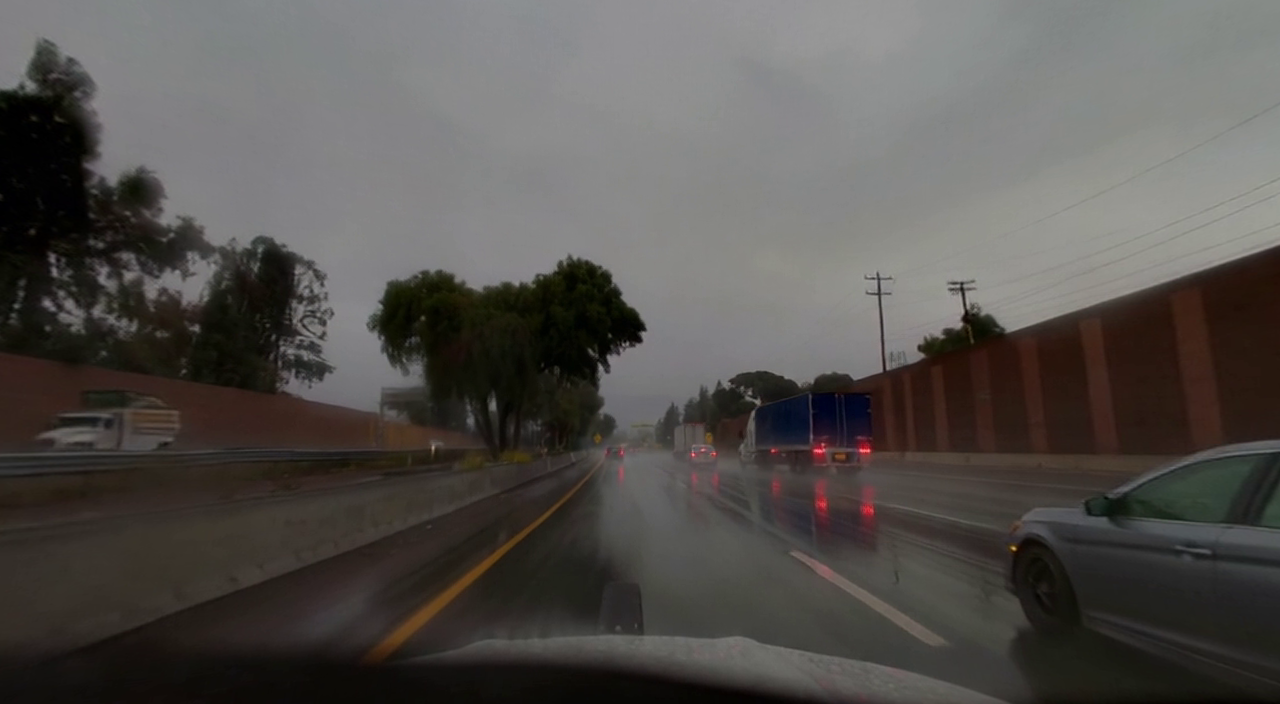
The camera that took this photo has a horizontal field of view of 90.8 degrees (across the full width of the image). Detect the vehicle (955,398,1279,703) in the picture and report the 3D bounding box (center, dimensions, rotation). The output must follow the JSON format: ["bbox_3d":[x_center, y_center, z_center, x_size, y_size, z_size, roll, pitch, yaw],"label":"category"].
[{"bbox_3d":[3.498,0.976,2.872,1.922,1.465,4.165,0,-9,-1],"label":"vehicle"}]

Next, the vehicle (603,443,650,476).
[{"bbox_3d":[-0.671,5.131,30.438,2.083,1.477,3.965,0,-9,-2],"label":"vehicle"}]

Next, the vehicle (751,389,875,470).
[{"bbox_3d":[10.225,5.109,40.145,2.914,4.134,15.553,0,-9,-2],"label":"vehicle"}]

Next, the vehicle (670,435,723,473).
[{"bbox_3d":[2.877,5.326,33.203,2.114,1.849,4.692,0,-9,-3],"label":"vehicle"}]
